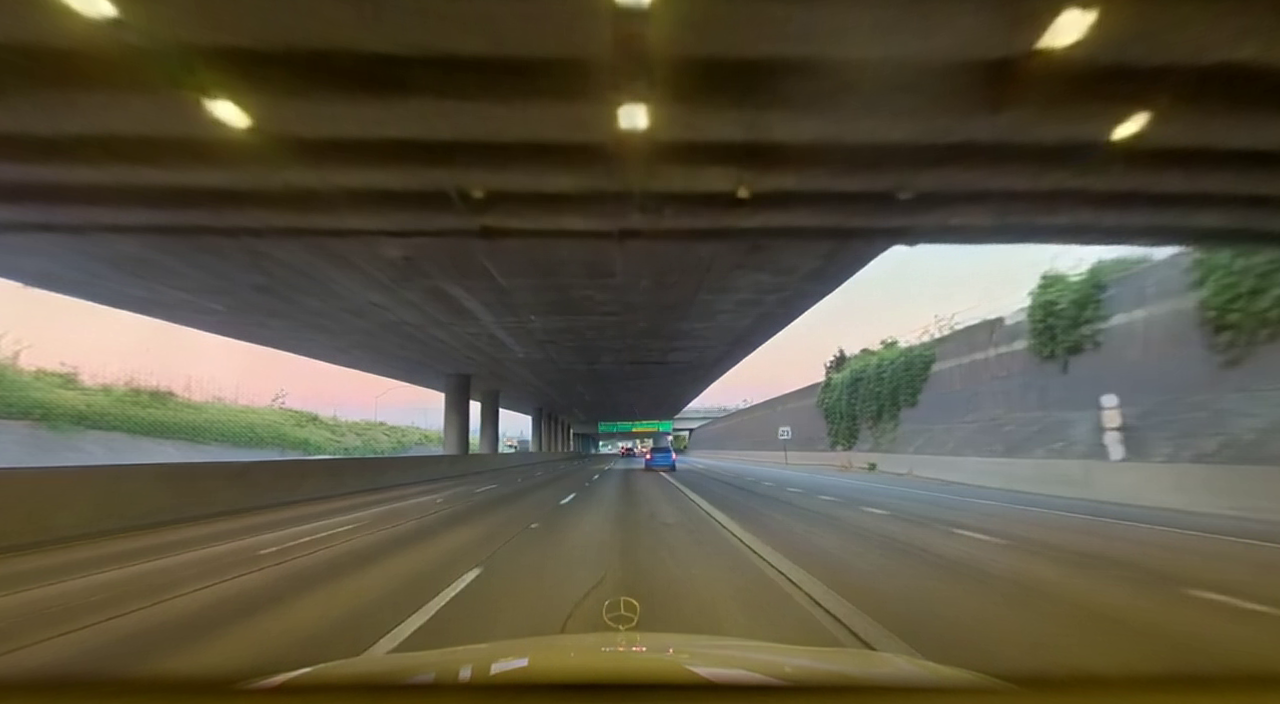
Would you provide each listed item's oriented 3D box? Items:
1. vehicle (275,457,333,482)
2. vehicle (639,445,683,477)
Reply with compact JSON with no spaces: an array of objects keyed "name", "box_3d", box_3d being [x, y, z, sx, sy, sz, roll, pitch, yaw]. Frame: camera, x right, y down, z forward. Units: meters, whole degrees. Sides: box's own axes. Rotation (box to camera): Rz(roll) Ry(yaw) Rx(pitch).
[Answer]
[{"name":"vehicle","box_3d":[-21.571,7.525,40.514,1.713,1.462,3.527,0,-9,0]},{"name":"vehicle","box_3d":[1.012,5.481,31.813,2.055,1.501,4.321,0,-9,1]}]
